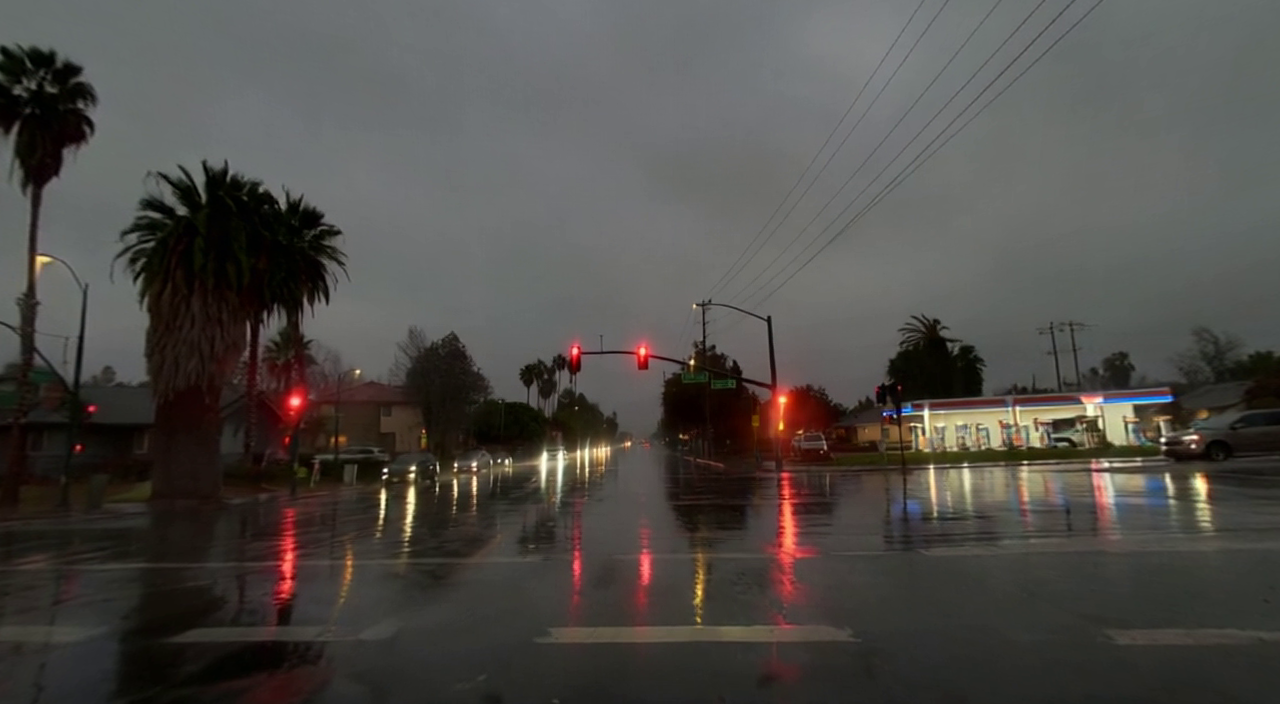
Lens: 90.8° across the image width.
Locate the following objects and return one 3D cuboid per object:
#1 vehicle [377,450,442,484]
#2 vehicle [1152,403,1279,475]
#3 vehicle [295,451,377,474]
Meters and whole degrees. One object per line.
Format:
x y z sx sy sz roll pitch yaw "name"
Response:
-13.030 6.480 36.012 2.009 1.777 4.559 0 -9 -1 "vehicle"
17.378 2.390 17.312 5.086 1.817 1.952 0 -9 -5 "vehicle"
-20.939 7.600 43.594 4.672 1.469 1.816 0 -9 -2 "vehicle"
